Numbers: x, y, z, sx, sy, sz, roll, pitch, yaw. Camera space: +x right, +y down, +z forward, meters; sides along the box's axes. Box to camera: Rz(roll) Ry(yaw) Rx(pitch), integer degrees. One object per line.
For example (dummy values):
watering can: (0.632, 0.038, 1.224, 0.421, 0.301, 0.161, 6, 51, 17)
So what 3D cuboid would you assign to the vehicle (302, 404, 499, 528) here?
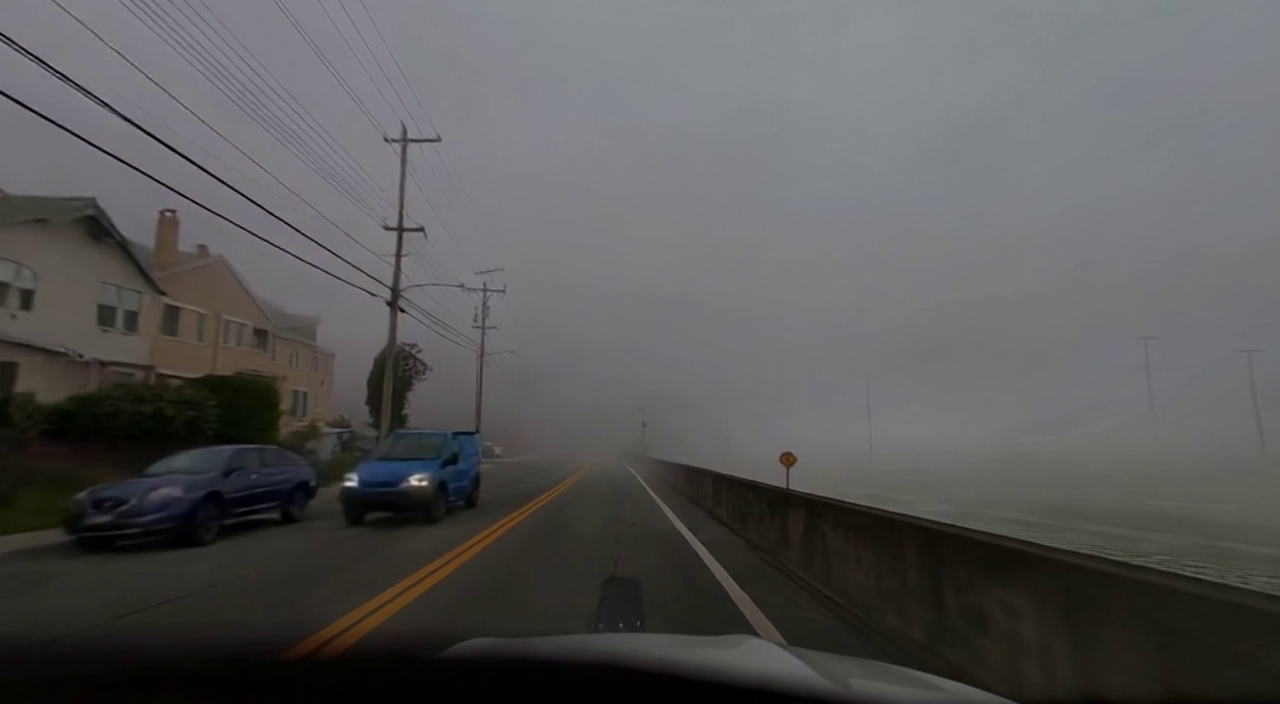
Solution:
vehicle: (-4.246, 2.122, 12.206, 2.057, 1.905, 4.670, 0, -9, -2)

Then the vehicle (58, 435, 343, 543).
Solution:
vehicle: (-7.470, 2.337, 11.569, 1.863, 1.522, 4.901, 0, -9, -3)
